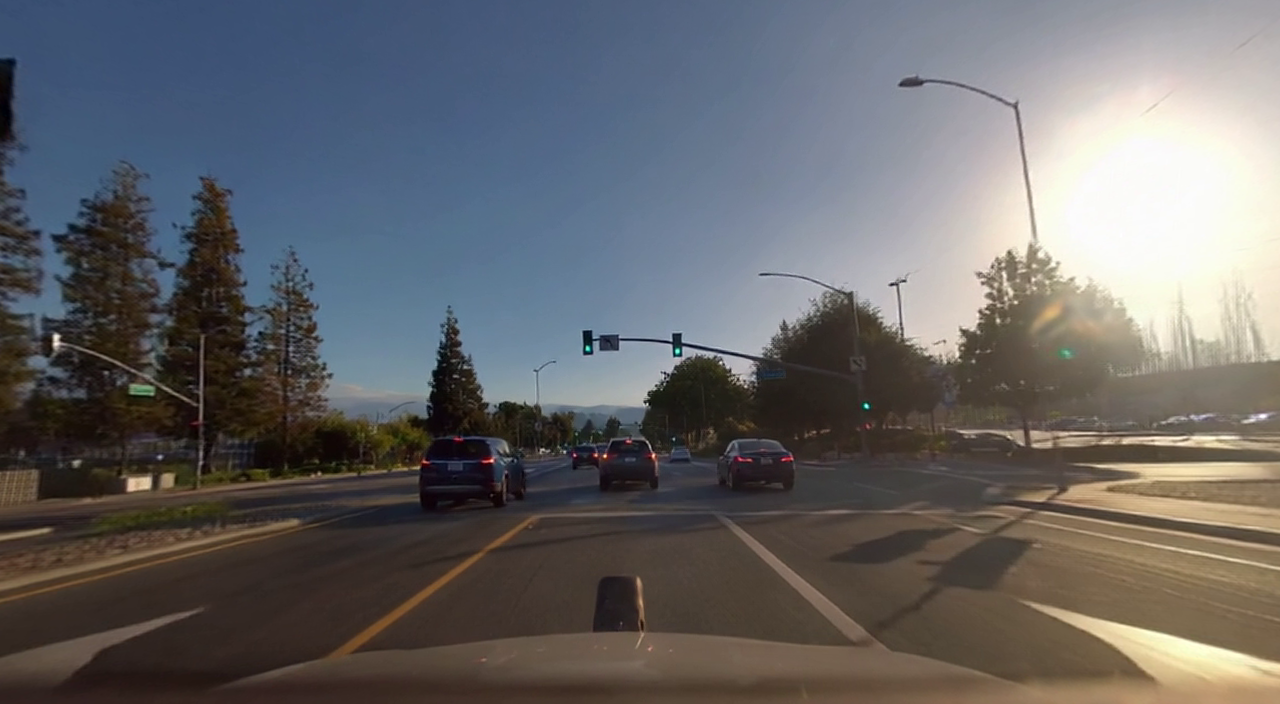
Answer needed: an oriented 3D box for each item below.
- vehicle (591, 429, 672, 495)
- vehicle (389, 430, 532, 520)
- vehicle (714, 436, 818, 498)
[{"bbox_3d":[-0.214,3.252,18.964,2.150,1.725,4.096,0,-8,0],"label":"vehicle"},{"bbox_3d":[-3.619,2.543,13.570,1.823,1.602,4.061,0,-8,0],"label":"vehicle"},{"bbox_3d":[3.431,3.210,18.049,2.068,1.541,4.041,0,-8,-1],"label":"vehicle"}]
